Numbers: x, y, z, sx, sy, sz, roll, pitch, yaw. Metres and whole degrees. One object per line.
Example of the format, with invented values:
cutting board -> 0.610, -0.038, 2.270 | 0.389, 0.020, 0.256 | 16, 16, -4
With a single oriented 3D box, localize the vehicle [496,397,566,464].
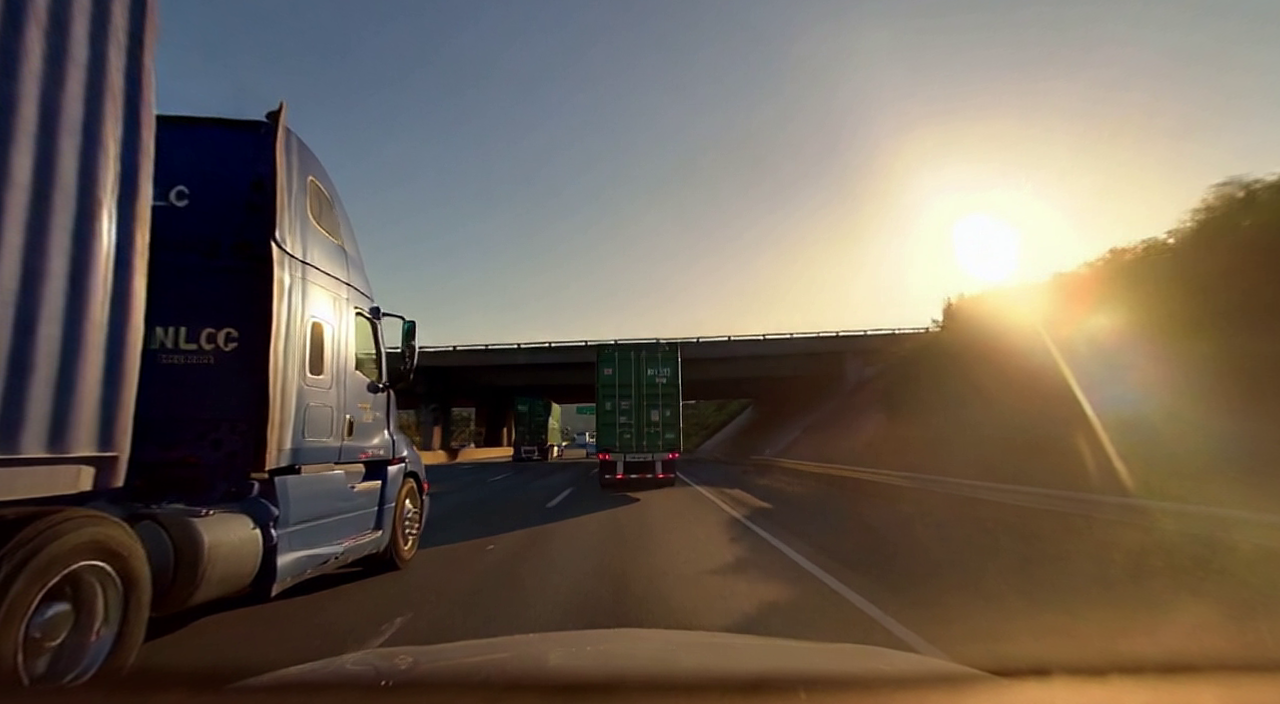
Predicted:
vehicle -> -7.468, 5.759, 45.379 | 3.023, 4.139, 11.860 | 0, -9, -1

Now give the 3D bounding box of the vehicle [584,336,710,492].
vehicle -> 0.045, 2.203, 20.873 | 3.357, 4.212, 7.519 | 0, -9, -2

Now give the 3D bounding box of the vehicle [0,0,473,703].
vehicle -> -3.545, -0.085, 3.807 | 3.187, 3.949, 6.963 | 0, -9, 0
